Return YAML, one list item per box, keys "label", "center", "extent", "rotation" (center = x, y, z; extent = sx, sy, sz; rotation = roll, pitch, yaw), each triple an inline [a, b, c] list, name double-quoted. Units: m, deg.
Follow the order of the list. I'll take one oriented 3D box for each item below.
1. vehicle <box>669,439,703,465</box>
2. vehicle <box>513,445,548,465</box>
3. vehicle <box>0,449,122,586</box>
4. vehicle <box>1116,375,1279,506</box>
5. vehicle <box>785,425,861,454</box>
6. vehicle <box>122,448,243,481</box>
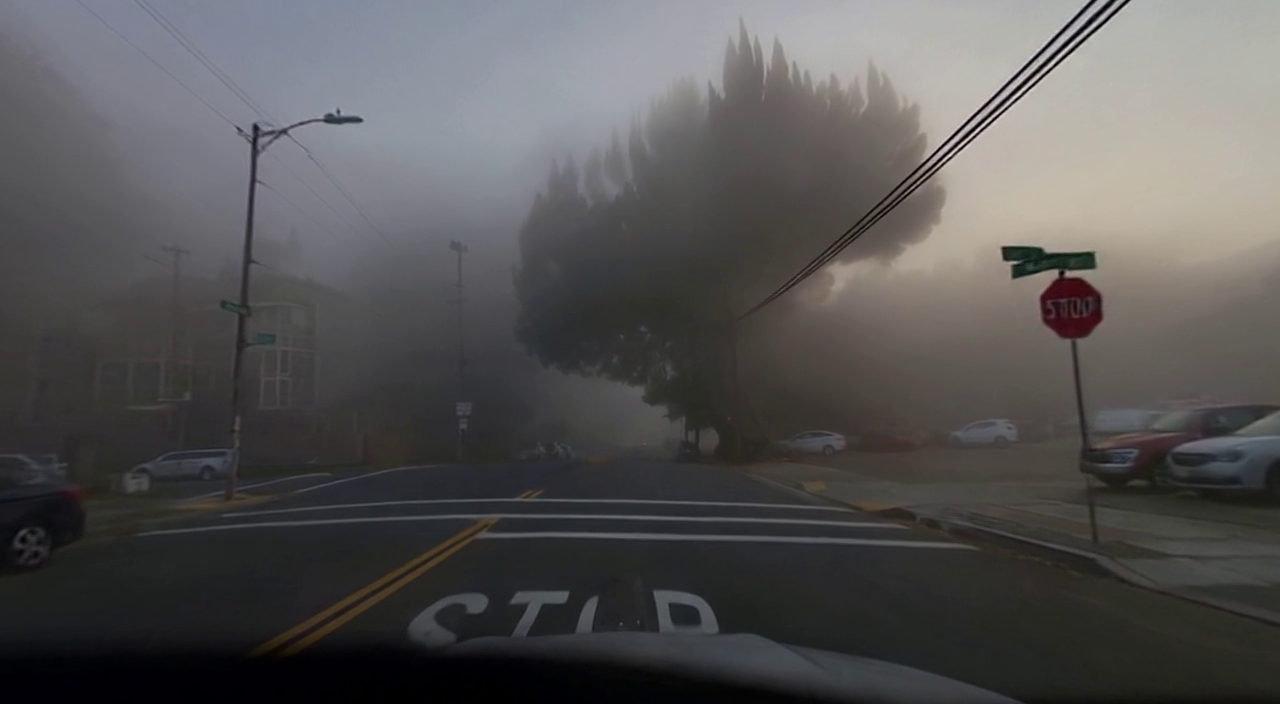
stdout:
- label: "vehicle"
  center: [3.265, 7.207, 45.520]
  extent: [1.993, 1.755, 4.256]
  rotation: [0, -8, -2]
- label: "vehicle"
  center: [-8.515, 8.065, 49.561]
  extent: [2.066, 1.472, 4.353]
  rotation: [0, -8, -1]
- label: "vehicle"
  center: [-8.109, 1.762, 6.291]
  extent: [2.018, 1.493, 4.693]
  rotation: [-1, -8, -2]
- label: "vehicle"
  center: [10.988, 1.412, 10.201]
  extent: [4.911, 1.871, 2.063]
  rotation: [0, -8, -3]
- label: "vehicle"
  center: [11.294, 5.410, 38.912]
  extent: [4.509, 1.664, 1.981]
  rotation: [6, -10, -34]
- label: "vehicle"
  center: [-22.228, 5.466, 30.823]
  extent: [4.424, 1.486, 1.814]
  rotation: [0, -8, -2]
